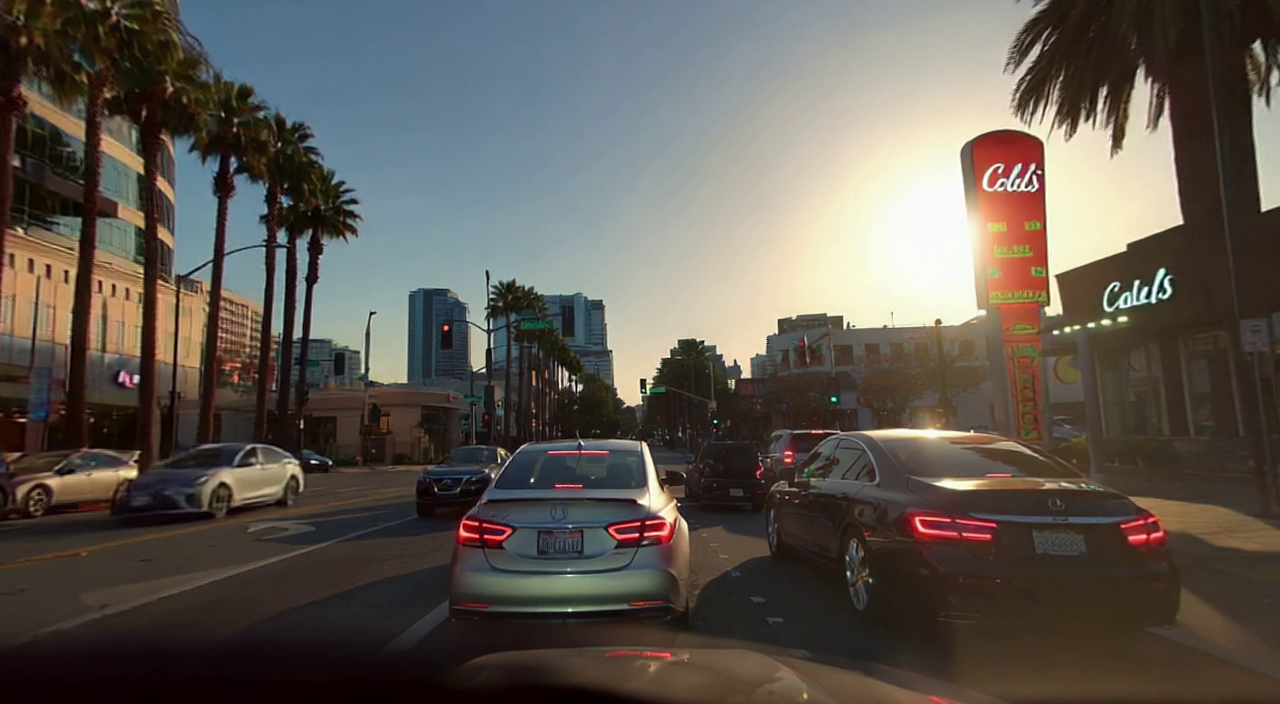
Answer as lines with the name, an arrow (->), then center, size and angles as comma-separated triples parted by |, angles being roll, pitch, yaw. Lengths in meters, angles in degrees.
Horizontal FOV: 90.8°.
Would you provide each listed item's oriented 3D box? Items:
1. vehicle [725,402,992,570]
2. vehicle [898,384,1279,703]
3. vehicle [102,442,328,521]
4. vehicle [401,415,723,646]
vehicle -> 2.633, 1.763, 9.026 | 2.096, 1.775, 4.440 | 0, -9, -2
vehicle -> 2.612, 0.809, 1.478 | 2.085, 1.469, 4.458 | 0, -9, -1
vehicle -> -9.004, 2.739, 14.002 | 1.949, 1.442, 4.502 | 0, -9, -2
vehicle -> -0.513, 1.472, 6.230 | 2.096, 1.492, 4.071 | 0, -9, 0
